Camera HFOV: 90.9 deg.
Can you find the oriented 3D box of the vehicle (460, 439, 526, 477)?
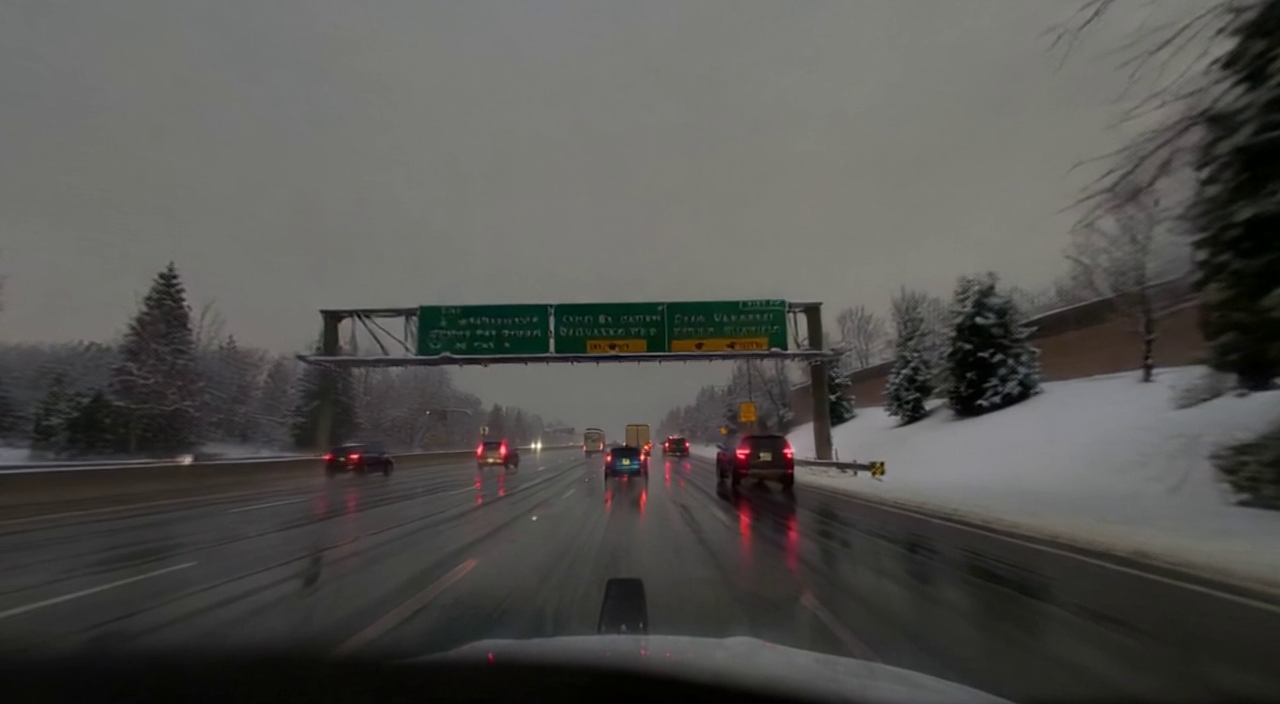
[{"bbox_3d":[-6.834,4.974,29.837,2.060,1.669,4.242,0,-9,0],"label":"vehicle"}]

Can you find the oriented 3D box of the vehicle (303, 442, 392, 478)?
[{"bbox_3d":[-14.449,5.349,31.559,2.055,1.628,4.898,0,-9,1],"label":"vehicle"}]

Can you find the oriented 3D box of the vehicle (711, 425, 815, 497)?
[{"bbox_3d":[3.314,3.050,17.973,2.001,1.771,4.250,0,-9,-1],"label":"vehicle"}]

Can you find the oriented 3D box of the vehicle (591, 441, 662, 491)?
[{"bbox_3d":[-0.389,3.638,20.527,2.042,1.446,4.269,0,-9,0],"label":"vehicle"}]

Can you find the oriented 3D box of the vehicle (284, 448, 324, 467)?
[{"bbox_3d":[-26.440,8.308,49.733,1.453,1.354,3.260,-3,-9,-1],"label":"vehicle"}]
